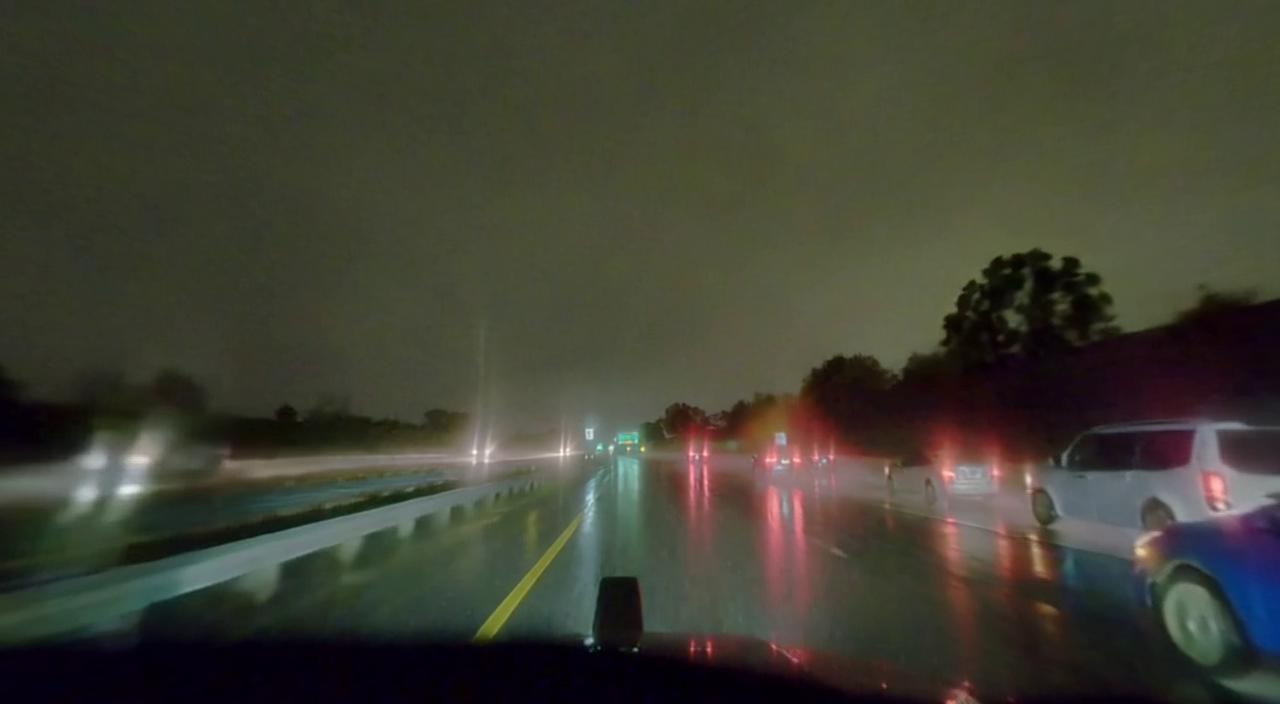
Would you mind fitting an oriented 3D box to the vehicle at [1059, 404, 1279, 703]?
[{"bbox_3d":[3.862,0.922,2.026,2.002,1.604,4.265,0,-9,0],"label":"vehicle"}]
